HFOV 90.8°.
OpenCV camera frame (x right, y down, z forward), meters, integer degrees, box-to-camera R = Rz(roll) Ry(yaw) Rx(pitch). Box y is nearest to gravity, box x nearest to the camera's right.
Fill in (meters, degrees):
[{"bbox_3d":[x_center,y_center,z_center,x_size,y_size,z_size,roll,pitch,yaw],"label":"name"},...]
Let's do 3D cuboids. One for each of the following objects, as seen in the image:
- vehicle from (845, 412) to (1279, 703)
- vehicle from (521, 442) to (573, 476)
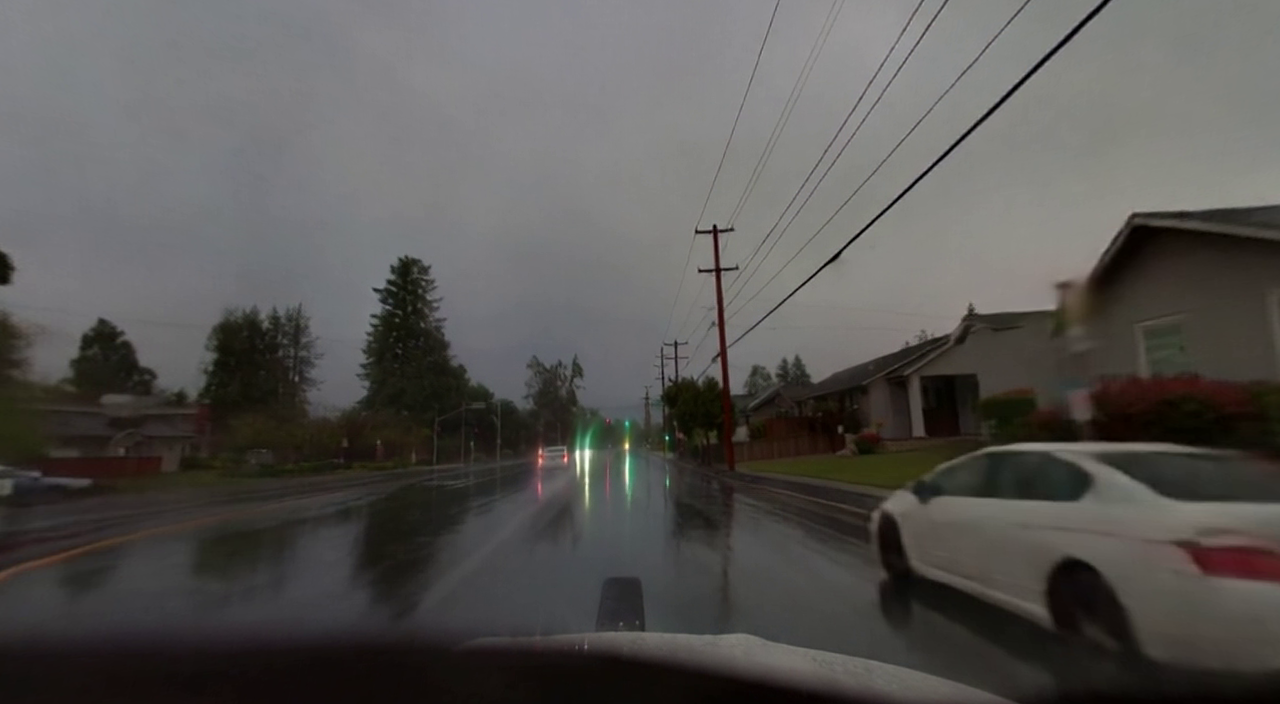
[{"bbox_3d":[3.365,1.297,4.777,2.074,1.450,4.621,0,-8,0],"label":"vehicle"},{"bbox_3d":[-4.387,5.074,30.358,2.041,1.471,4.602,0,-8,-3],"label":"vehicle"}]
